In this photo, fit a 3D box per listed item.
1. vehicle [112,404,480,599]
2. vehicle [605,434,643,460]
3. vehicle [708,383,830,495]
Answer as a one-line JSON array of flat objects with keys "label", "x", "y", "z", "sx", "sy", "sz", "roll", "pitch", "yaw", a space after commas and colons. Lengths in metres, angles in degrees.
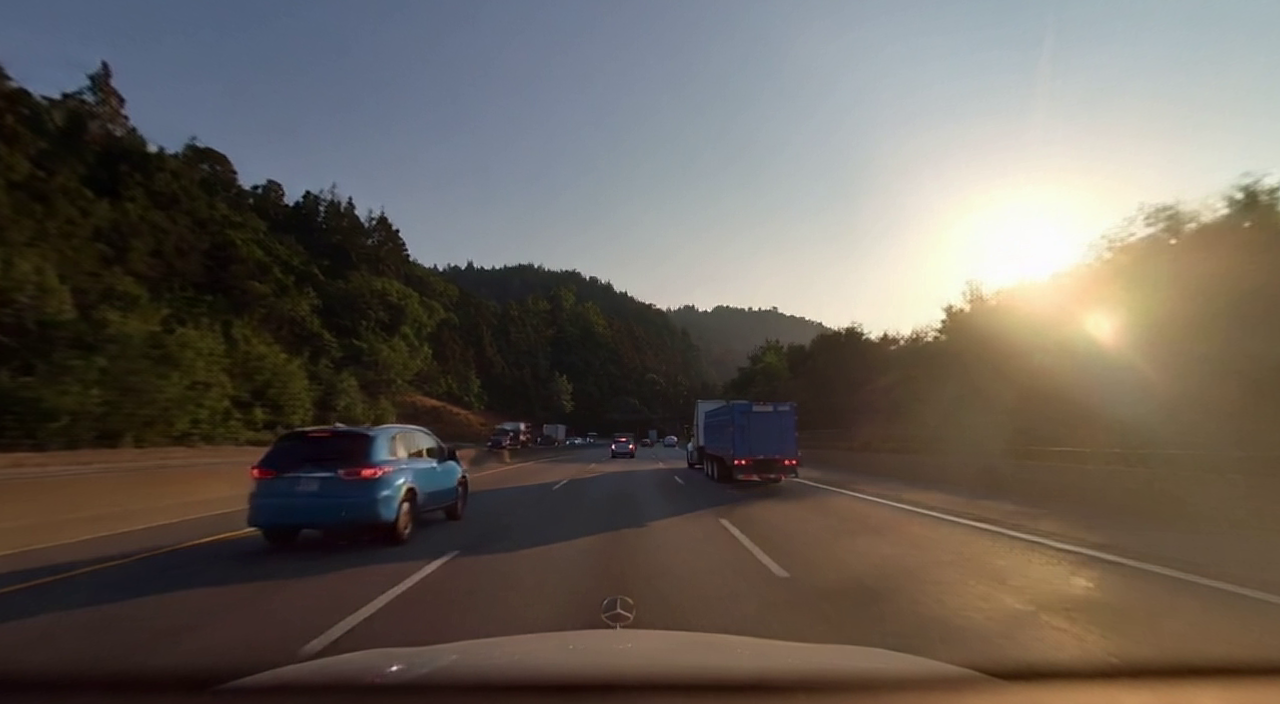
[{"label": "vehicle", "x": -3.373, "y": 1.520, "z": 7.347, "sx": 2.008, "sy": 1.588, "sz": 4.147, "roll": 0, "pitch": -8, "yaw": -1}, {"label": "vehicle", "x": -0.933, "y": 5.945, "z": 39.485, "sx": 2.195, "sy": 1.529, "sz": 4.572, "roll": 0, "pitch": -8, "yaw": 1}, {"label": "vehicle", "x": 3.203, "y": 2.286, "z": 16.638, "sx": 2.256, "sy": 2.568, "sz": 4.049, "roll": 0, "pitch": -8, "yaw": -1}]
